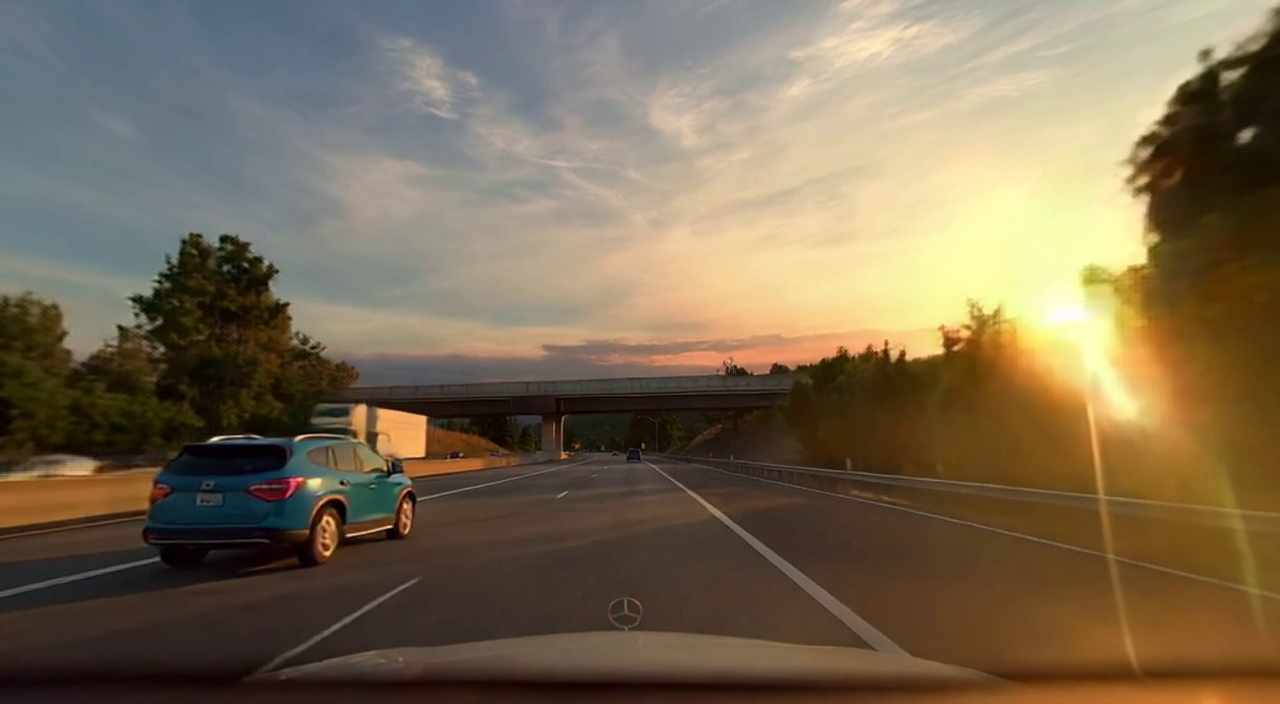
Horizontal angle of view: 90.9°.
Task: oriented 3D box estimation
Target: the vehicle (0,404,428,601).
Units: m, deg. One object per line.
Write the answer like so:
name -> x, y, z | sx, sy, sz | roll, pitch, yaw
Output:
vehicle -> -4.648, 1.708, 8.066 | 2.221, 1.750, 4.706 | 0, -9, 0
